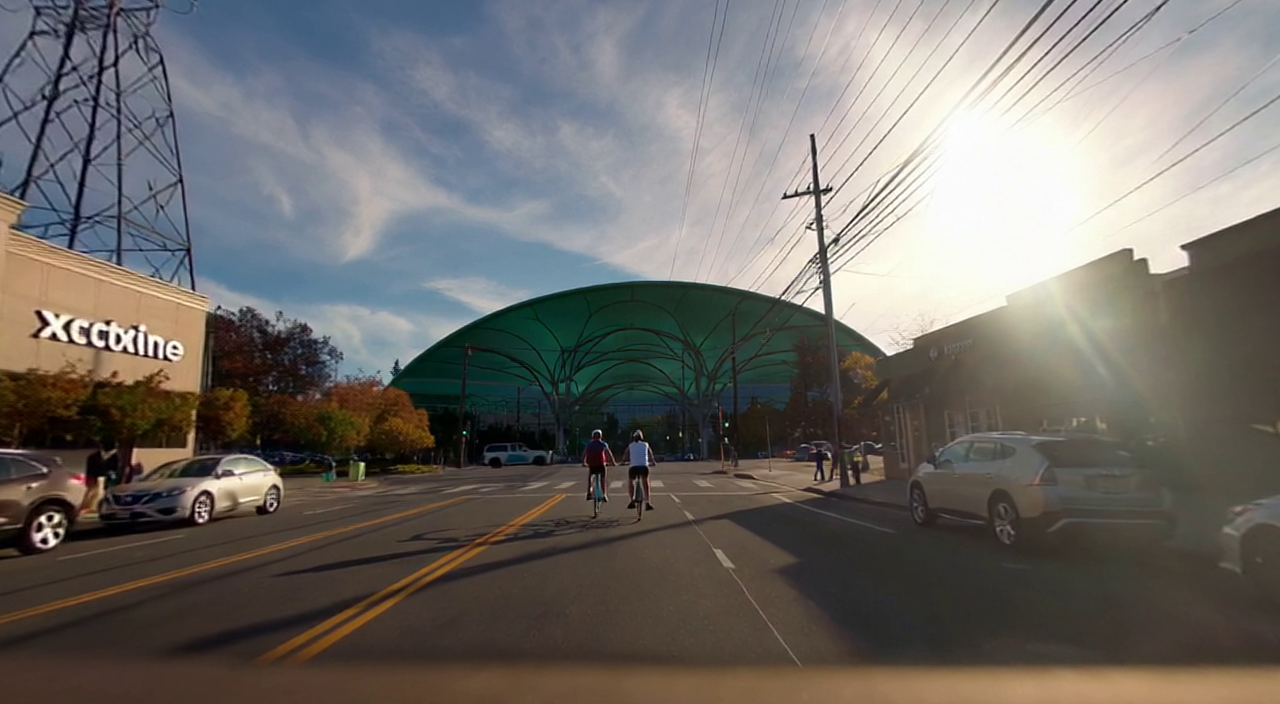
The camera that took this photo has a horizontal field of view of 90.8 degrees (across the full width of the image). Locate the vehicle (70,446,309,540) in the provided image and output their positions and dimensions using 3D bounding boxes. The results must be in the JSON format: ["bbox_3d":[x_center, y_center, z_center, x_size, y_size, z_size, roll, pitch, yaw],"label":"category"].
[{"bbox_3d":[-10.260,3.169,15.053,2.075,1.816,4.900,0,-8,-1],"label":"vehicle"}]

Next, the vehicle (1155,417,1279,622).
[{"bbox_3d":[5.897,1.159,3.976,1.900,1.566,3.995,0,-8,0],"label":"vehicle"}]

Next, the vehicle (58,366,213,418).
[{"bbox_3d":[-17.107,1.394,21.573,3.685,1.584,1.708,1,-9,-3],"label":"vehicle"}]

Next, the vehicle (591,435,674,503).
[{"bbox_3d":[-0.173,3.407,18.787,2.190,1.783,4.048,0,-8,1],"label":"vehicle"}]

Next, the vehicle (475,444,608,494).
[{"bbox_3d":[-3.988,4.657,25.473,4.961,1.832,2.287,3,-9,-17],"label":"vehicle"}]

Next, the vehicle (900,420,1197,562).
[{"bbox_3d":[5.831,1.993,9.779,1.873,1.714,3.979,0,-8,0],"label":"vehicle"}]

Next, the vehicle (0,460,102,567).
[{"bbox_3d":[-10.222,2.268,8.524,1.904,1.495,4.585,0,-8,-1],"label":"vehicle"}]
